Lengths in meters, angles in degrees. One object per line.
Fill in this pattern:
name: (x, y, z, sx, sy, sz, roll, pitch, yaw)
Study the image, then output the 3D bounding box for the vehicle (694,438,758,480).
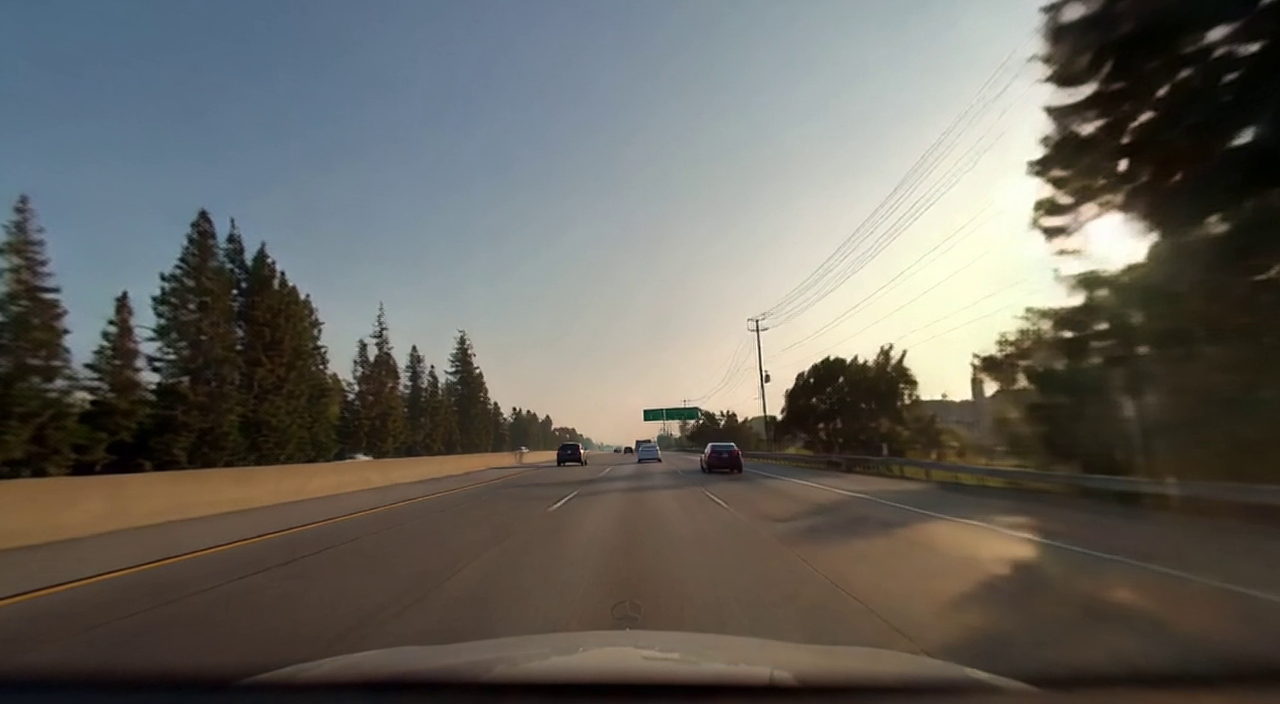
vehicle: (3.429, 4.323, 25.856, 1.996, 1.579, 3.841, 0, -8, -1)

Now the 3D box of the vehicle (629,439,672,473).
vehicle: (0.509, 5.341, 32.601, 2.049, 1.620, 4.153, 0, -8, 0)

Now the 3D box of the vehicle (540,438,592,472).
vehicle: (-4.025, 5.702, 35.111, 2.217, 1.773, 4.553, 0, -8, 1)
